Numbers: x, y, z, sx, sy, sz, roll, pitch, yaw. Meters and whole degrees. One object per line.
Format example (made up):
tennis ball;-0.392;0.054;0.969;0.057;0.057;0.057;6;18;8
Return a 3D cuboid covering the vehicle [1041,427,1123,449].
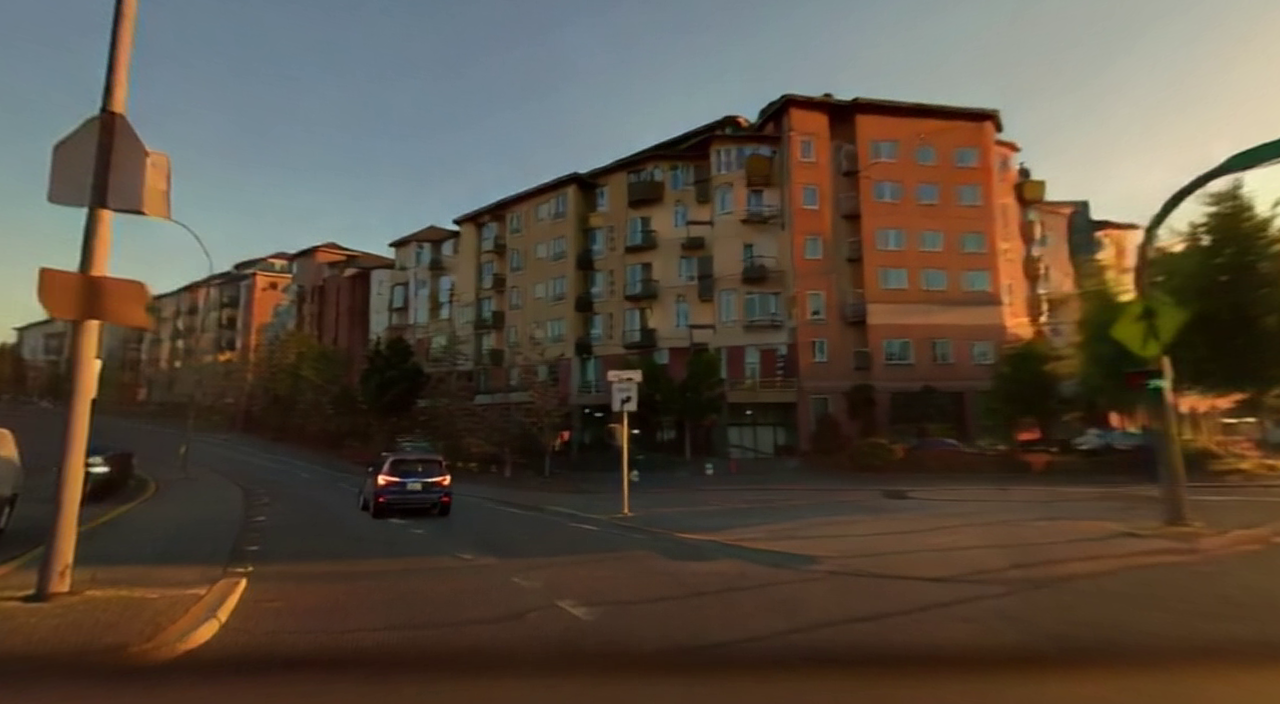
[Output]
vehicle;32.667;6.420;46.470;1.803;1.526;4.529;4;-10;-30

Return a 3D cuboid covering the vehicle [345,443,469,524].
vehicle;-5.350;2.850;14.098;2.014;1.525;3.670;4;-10;-29
